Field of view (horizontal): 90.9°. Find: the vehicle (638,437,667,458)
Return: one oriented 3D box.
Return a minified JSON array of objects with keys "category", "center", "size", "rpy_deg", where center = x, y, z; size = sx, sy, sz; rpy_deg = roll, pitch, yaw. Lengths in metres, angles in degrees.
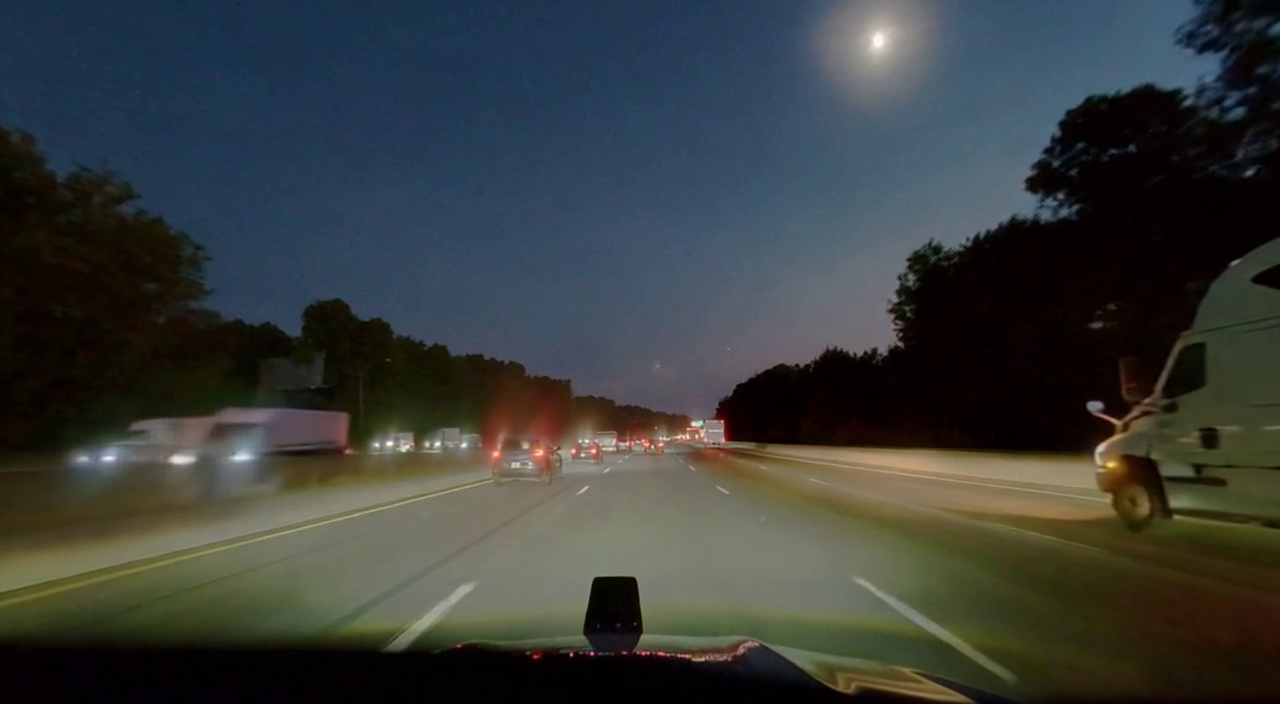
[{"category":"vehicle","center":[0.900,6.923,45.913],"size":[2.004,1.465,3.842],"rpy_deg":[0,-8,0]}]

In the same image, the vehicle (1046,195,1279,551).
[{"category":"vehicle","center":[8.704,0.349,7.939],"size":[3.005,3.976,5.847],"rpy_deg":[0,-8,-1]}]

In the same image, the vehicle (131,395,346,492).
[{"category":"vehicle","center":[-11.649,2.731,19.146],"size":[2.357,2.442,6.242],"rpy_deg":[0,-8,0]}]

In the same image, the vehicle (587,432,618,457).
[{"category":"vehicle","center":[-2.861,7.176,49.036],"size":[2.064,1.826,4.263],"rpy_deg":[0,-8,1]}]

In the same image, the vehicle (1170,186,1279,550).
[{"category":"vehicle","center":[8.912,-0.592,1.402],"size":[2.866,4.100,14.057],"rpy_deg":[0,-8,-2]}]

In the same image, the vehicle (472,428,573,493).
[{"category":"vehicle","center":[-3.189,3.015,18.023],"size":[2.137,1.618,4.209],"rpy_deg":[0,-8,-1]}]
